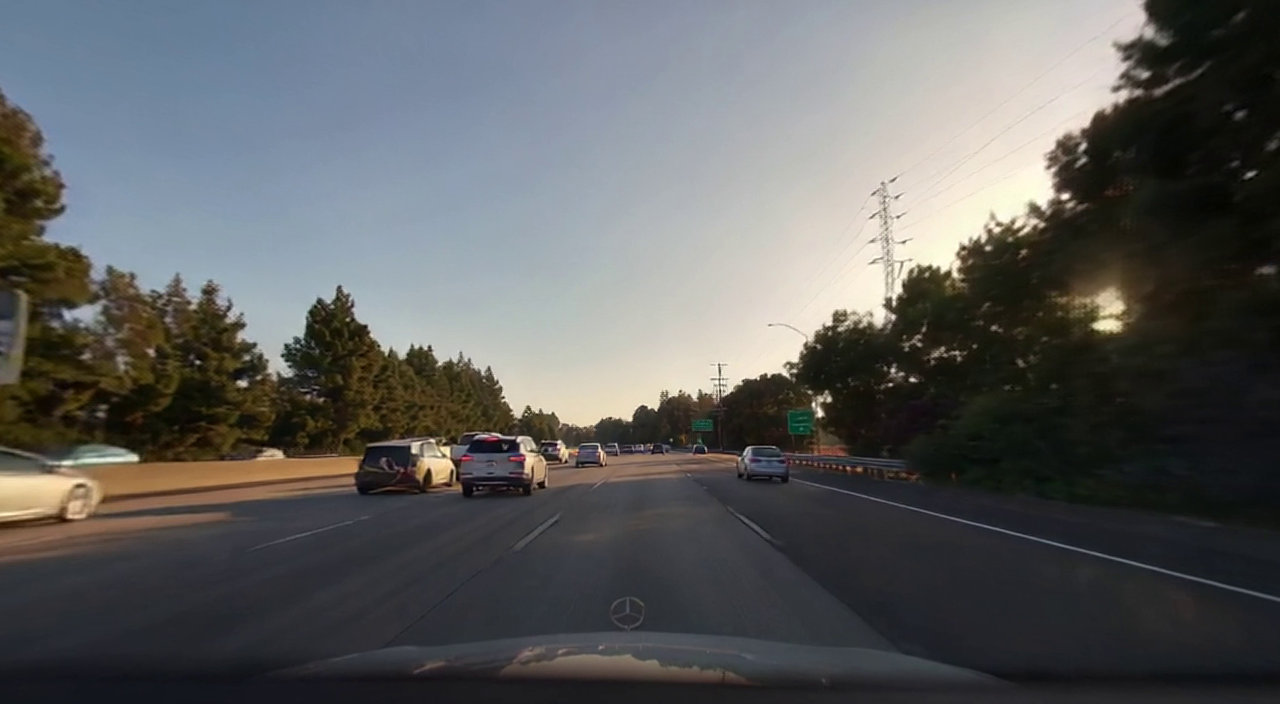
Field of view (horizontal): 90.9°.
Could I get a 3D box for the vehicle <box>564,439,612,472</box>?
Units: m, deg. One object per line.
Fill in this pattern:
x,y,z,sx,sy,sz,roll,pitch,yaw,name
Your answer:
-2.761,5.671,34.686,2.133,1.668,4.505,0,-8,2,vehicle

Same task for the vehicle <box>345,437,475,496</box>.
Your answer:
-6.681,3.374,19.043,2.049,1.544,4.866,0,-8,1,vehicle

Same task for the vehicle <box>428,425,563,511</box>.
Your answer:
-3.267,2.739,15.372,2.133,1.775,4.530,0,-8,1,vehicle

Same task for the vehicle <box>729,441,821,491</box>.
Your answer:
4.325,3.732,21.081,2.022,1.472,4.678,0,-8,0,vehicle

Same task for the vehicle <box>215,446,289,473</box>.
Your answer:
-24.007,6.648,39.203,1.989,1.525,3.942,0,-8,2,vehicle
